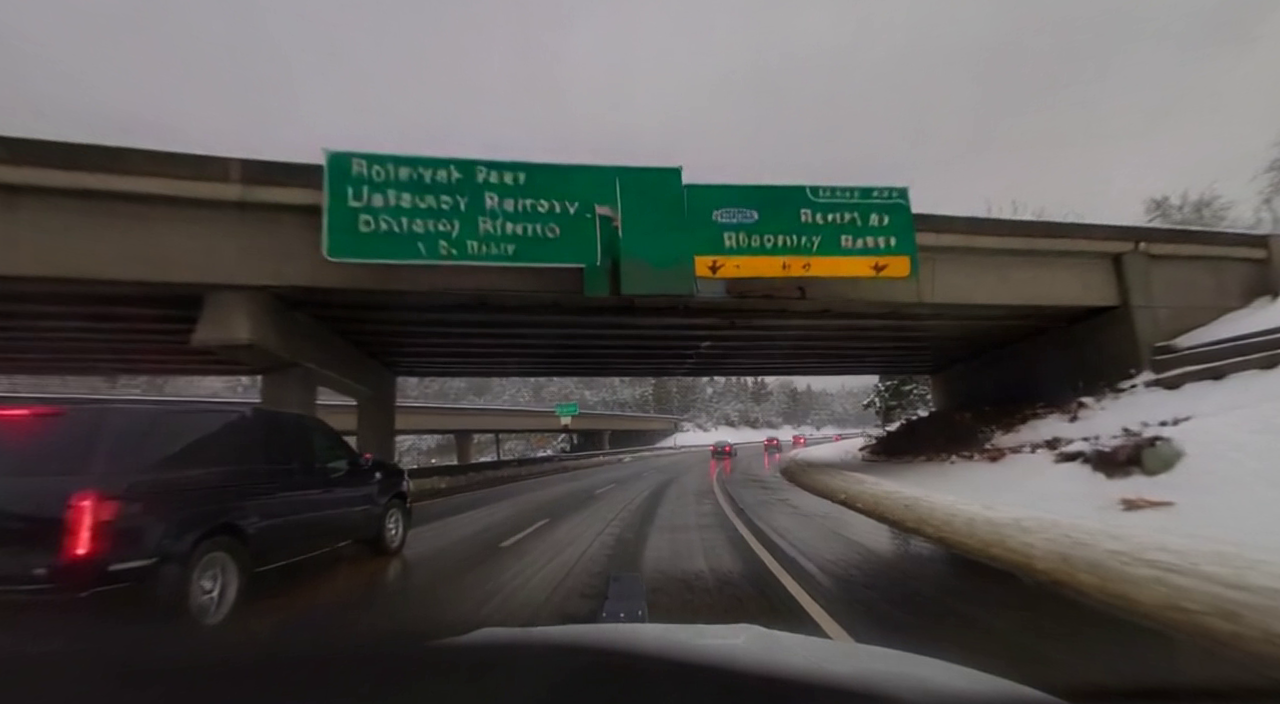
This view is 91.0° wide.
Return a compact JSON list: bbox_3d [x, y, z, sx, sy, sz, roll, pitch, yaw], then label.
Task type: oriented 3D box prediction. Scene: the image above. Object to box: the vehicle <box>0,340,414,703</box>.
[{"bbox_3d":[-3.435,1.028,3.961,2.106,1.640,4.853,0,-9,2],"label":"vehicle"}]
